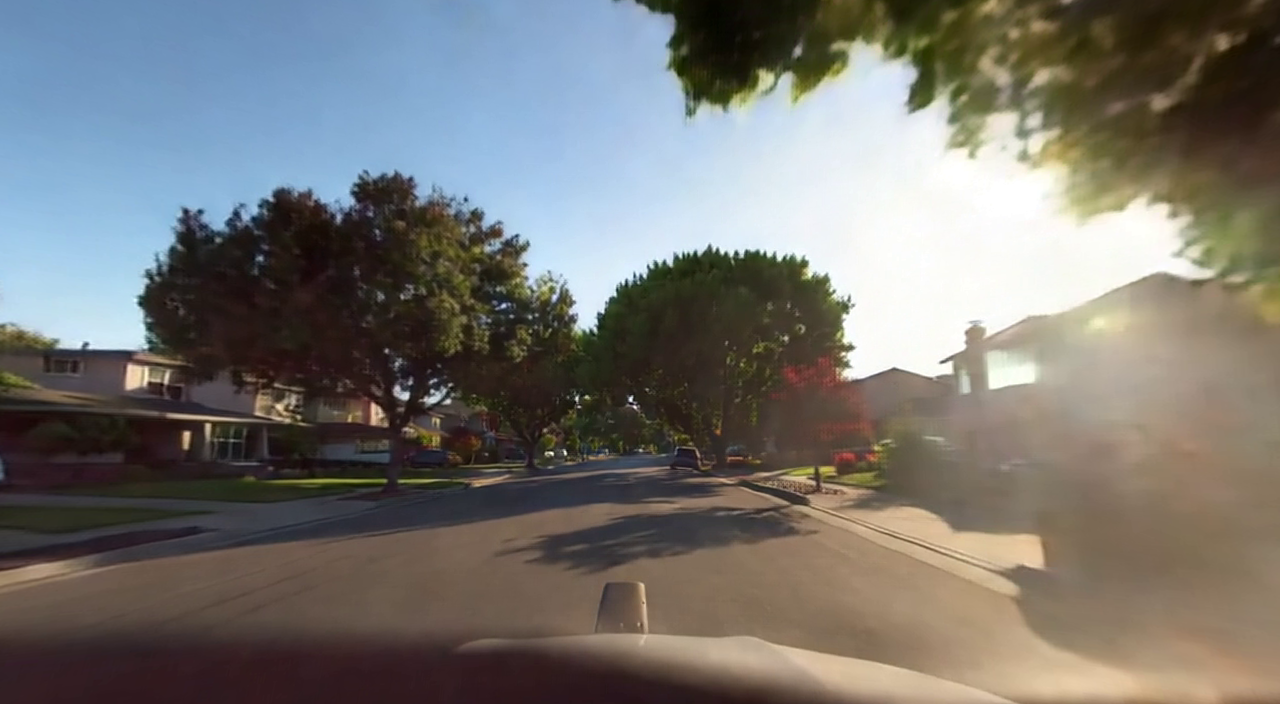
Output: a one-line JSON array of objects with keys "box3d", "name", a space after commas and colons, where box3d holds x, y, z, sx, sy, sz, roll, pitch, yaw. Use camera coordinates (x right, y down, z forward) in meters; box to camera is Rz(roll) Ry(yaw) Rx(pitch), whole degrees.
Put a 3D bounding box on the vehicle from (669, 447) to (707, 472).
[{"box3d": [3.291, 7.457, 44.083, 2.136, 1.596, 4.790, 0, -9, -2], "name": "vehicle"}]
